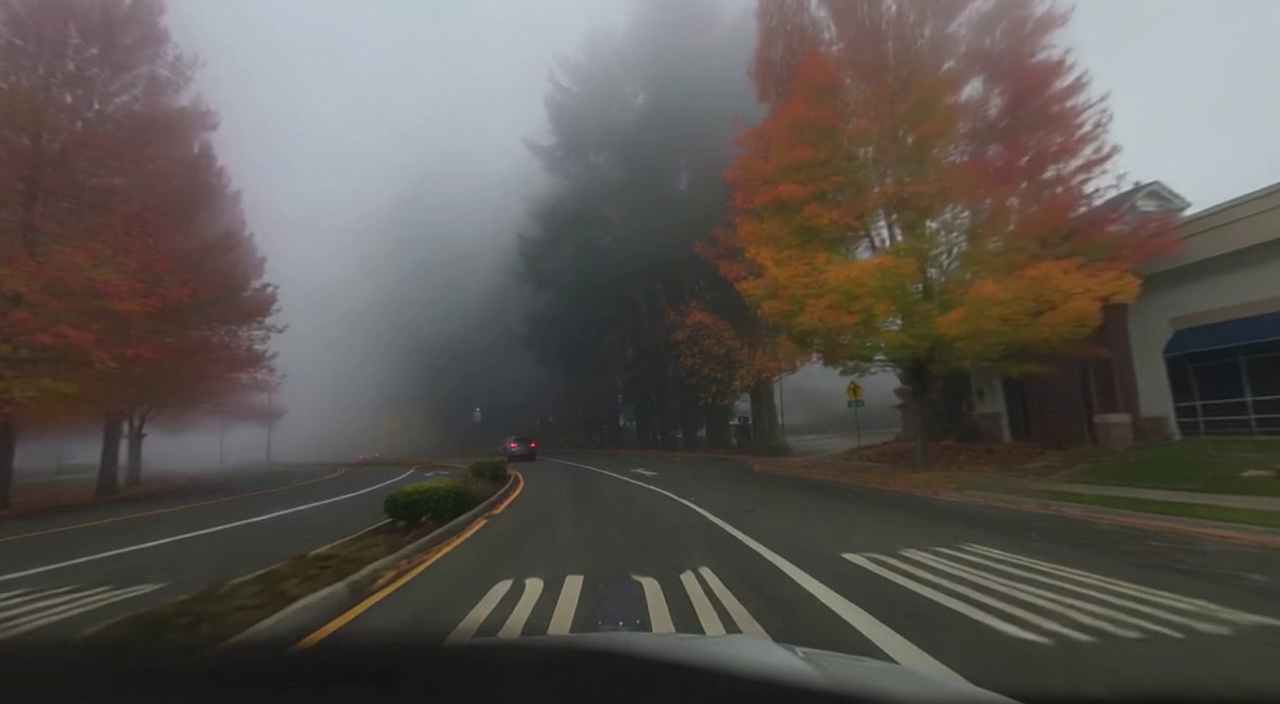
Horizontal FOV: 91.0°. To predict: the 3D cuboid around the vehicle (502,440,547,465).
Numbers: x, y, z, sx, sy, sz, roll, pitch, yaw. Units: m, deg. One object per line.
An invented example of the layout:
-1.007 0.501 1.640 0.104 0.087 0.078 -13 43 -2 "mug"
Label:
-7.582 6.533 41.080 2.018 1.512 4.304 3 -9 -22 "vehicle"
